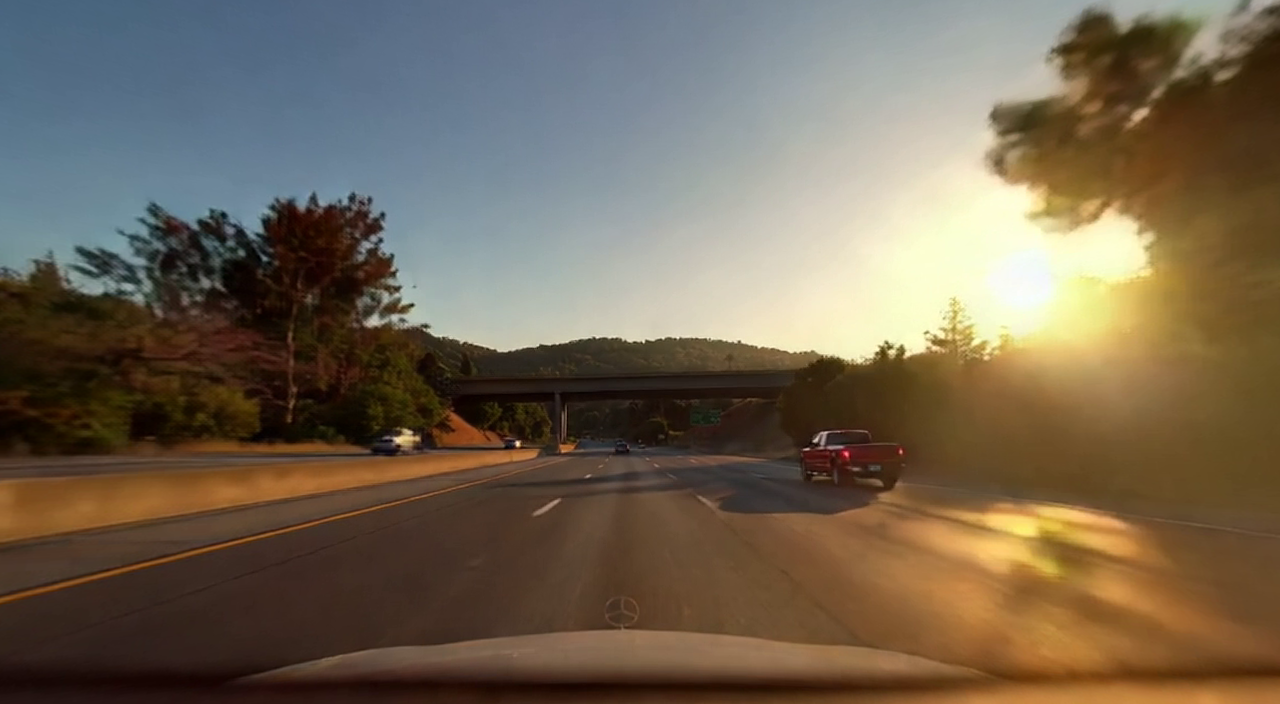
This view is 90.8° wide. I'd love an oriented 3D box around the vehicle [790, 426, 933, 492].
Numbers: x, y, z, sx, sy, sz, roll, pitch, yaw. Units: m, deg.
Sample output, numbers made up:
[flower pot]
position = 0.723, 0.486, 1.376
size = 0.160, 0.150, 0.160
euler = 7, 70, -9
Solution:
[vehicle]
position = 6.944, 3.458, 20.806
size = 2.395, 1.819, 6.086
euler = 0, -9, -1
